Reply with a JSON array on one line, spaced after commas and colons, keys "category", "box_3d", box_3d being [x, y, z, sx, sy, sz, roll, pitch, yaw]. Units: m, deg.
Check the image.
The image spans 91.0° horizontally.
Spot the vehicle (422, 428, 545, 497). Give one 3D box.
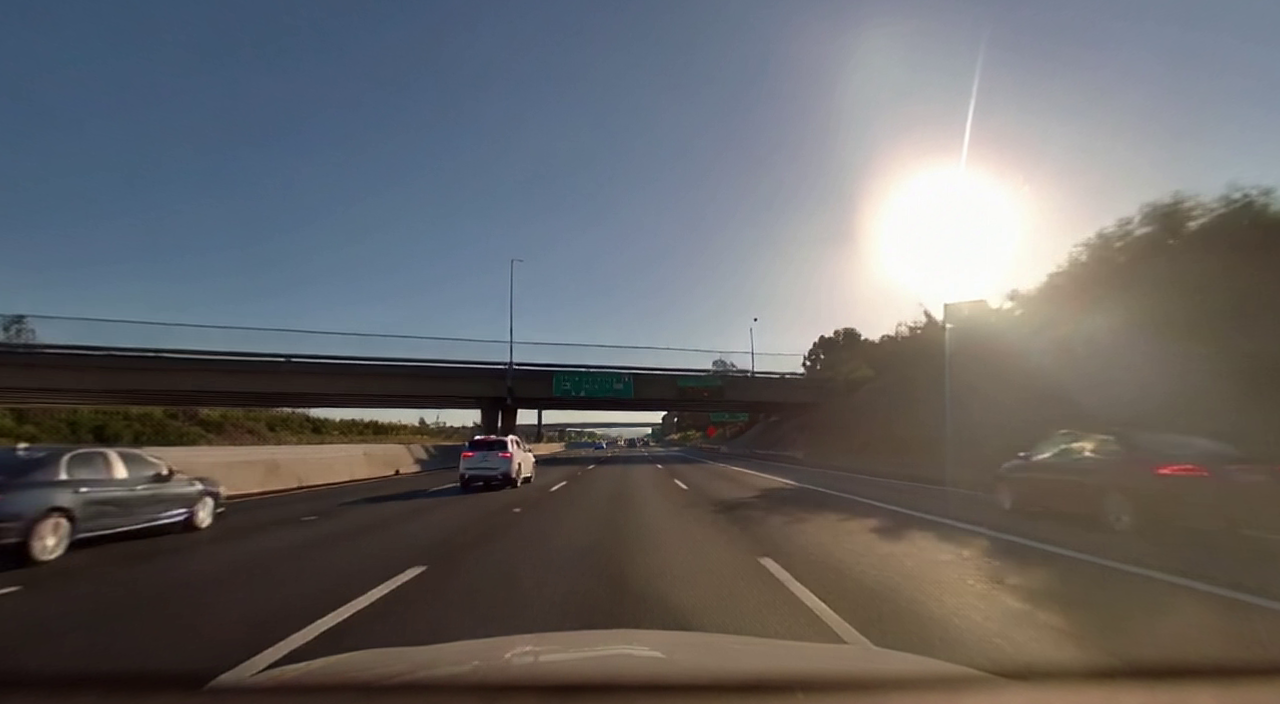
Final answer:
[{"category": "vehicle", "box_3d": [-4.244, 3.082, 18.052, 2.200, 1.662, 5.091, 0, -8, 0]}]

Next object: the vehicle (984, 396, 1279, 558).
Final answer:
[{"category": "vehicle", "box_3d": [7.407, 1.602, 8.761, 2.136, 1.641, 4.964, 0, -8, -4]}]

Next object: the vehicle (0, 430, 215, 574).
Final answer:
[{"category": "vehicle", "box_3d": [-7.824, 1.749, 7.712, 1.924, 1.519, 4.791, 0, -8, -1]}]
